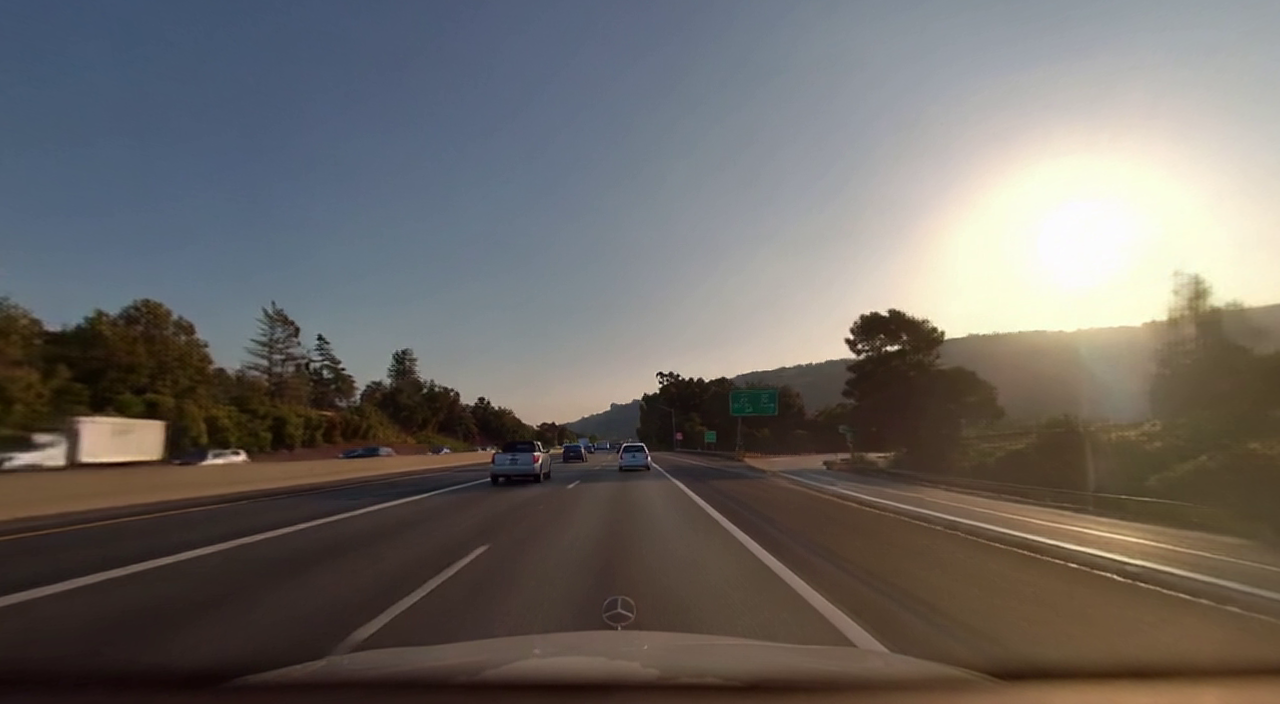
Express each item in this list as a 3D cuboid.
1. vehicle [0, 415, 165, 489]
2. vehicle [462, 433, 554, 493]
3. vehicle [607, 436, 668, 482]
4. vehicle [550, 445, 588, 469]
[{"bbox_3d":[-21.114,3.673,23.492,2.586,2.392,5.504,0,-8,-1],"label":"vehicle"},{"bbox_3d":[-4.174,3.589,20.782,2.044,1.717,4.421,0,-8,0],"label":"vehicle"},{"bbox_3d":[-0.118,4.470,26.642,2.378,1.750,4.355,0,-8,-1],"label":"vehicle"},{"bbox_3d":[-4.689,7.030,42.402,2.084,1.528,4.094,0,-8,0],"label":"vehicle"}]
